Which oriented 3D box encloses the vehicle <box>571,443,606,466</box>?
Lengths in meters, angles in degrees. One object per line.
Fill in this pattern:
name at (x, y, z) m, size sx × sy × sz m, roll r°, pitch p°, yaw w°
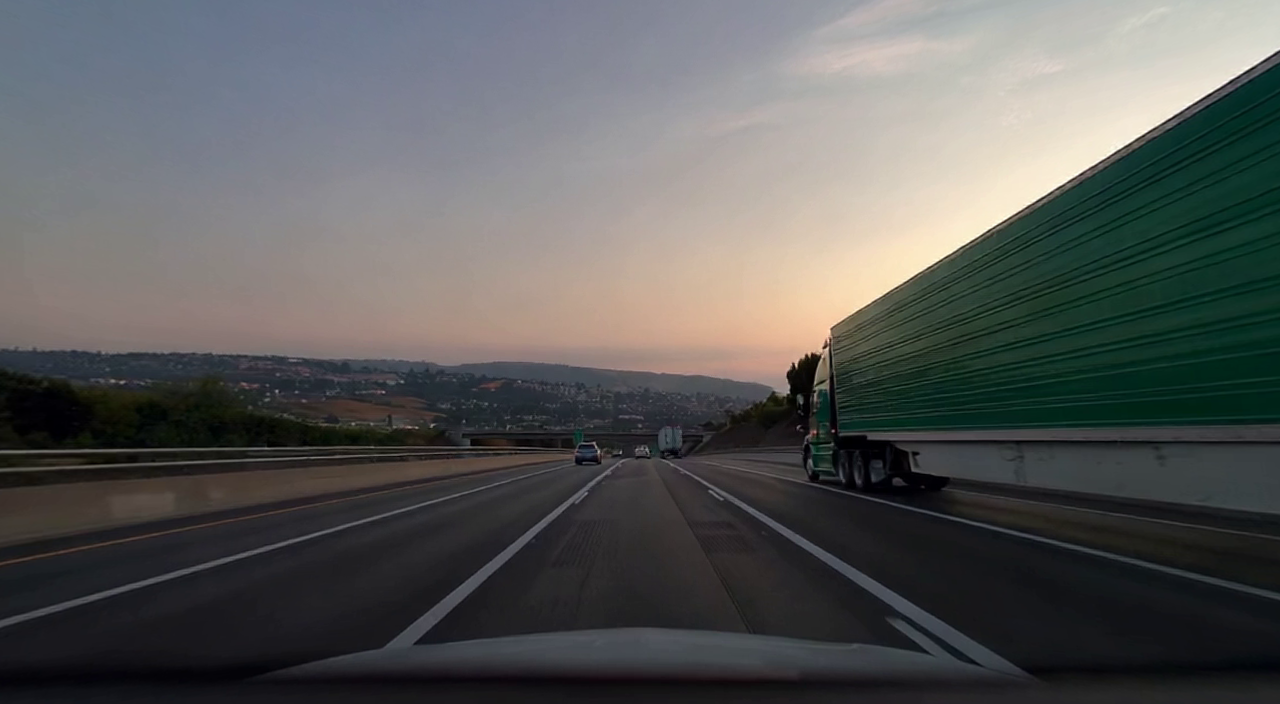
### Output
vehicle at (-3.731, 7.490, 46.181) m, size 2.113 × 1.548 × 4.532 m, roll 0°, pitch -8°, yaw 2°
